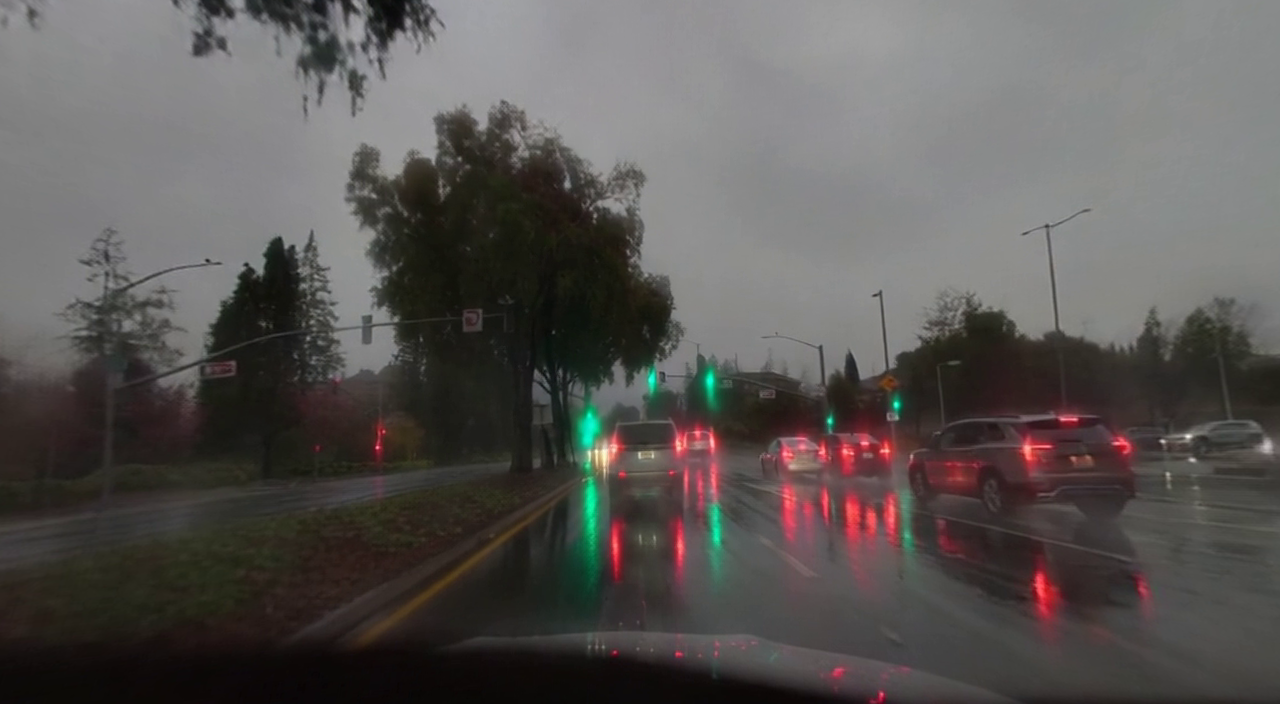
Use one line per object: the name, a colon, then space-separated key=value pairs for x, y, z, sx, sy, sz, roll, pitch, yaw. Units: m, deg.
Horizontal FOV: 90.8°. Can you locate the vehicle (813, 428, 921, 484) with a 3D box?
vehicle: x=7.343 y=3.431 z=20.942 sx=2.025 sy=1.642 sz=4.189 roll=0 pitch=-9 yaw=0

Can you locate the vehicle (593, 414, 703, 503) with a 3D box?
vehicle: x=0.148 y=2.599 z=15.688 sx=2.353 sy=1.894 sz=4.122 roll=0 pitch=-9 yaw=-1

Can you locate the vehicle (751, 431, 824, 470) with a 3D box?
vehicle: x=7.339 y=4.986 z=32.002 sx=2.440 sy=1.775 sz=4.791 roll=0 pitch=-9 yaw=-1

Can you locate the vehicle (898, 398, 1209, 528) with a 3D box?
vehicle: x=7.128 y=2.026 z=11.932 sx=2.251 sy=1.873 sz=5.346 roll=0 pitch=-9 yaw=0
